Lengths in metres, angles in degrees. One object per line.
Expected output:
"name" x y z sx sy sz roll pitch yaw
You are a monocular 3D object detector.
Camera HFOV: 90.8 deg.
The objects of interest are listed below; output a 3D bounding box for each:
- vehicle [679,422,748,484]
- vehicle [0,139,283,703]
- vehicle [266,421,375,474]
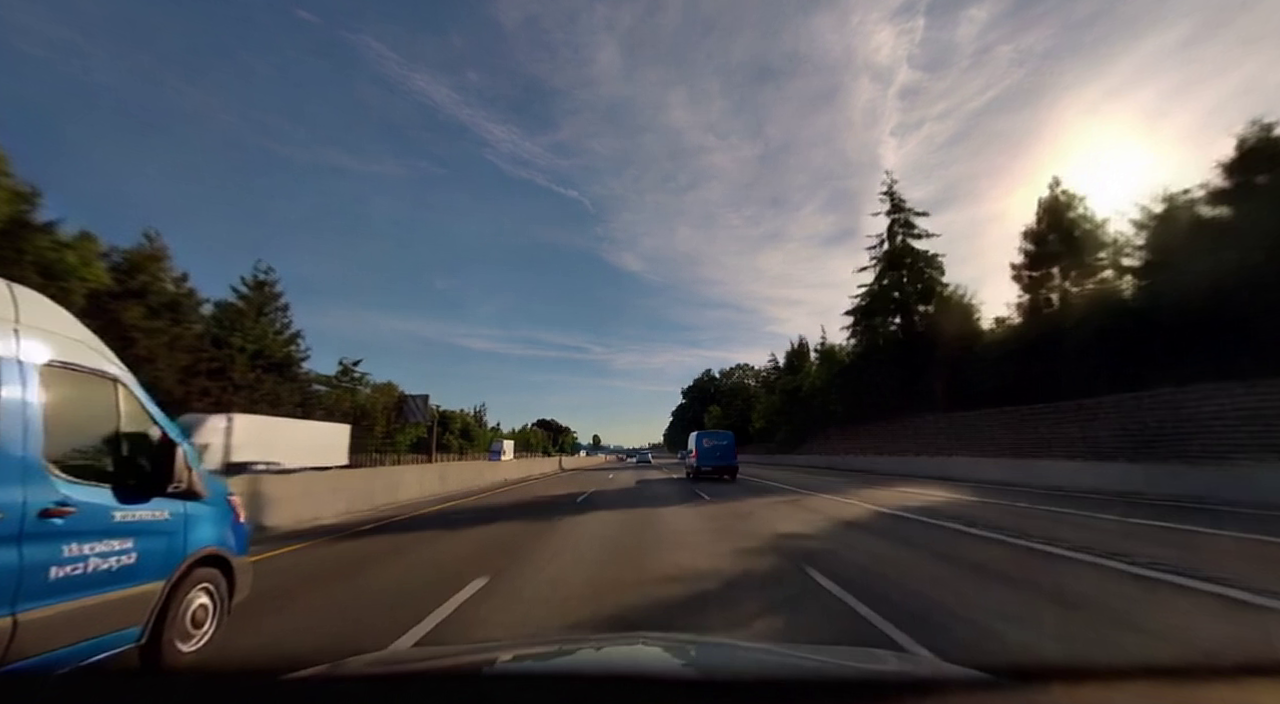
"vehicle" 3.237 4.643 29.144 2.373 2.561 5.922 0 -9 -1
"vehicle" -3.692 0.232 1.032 2.409 2.523 6.275 0 -9 1
"vehicle" -24.480 7.476 49.311 2.867 3.591 10.876 0 -9 0
